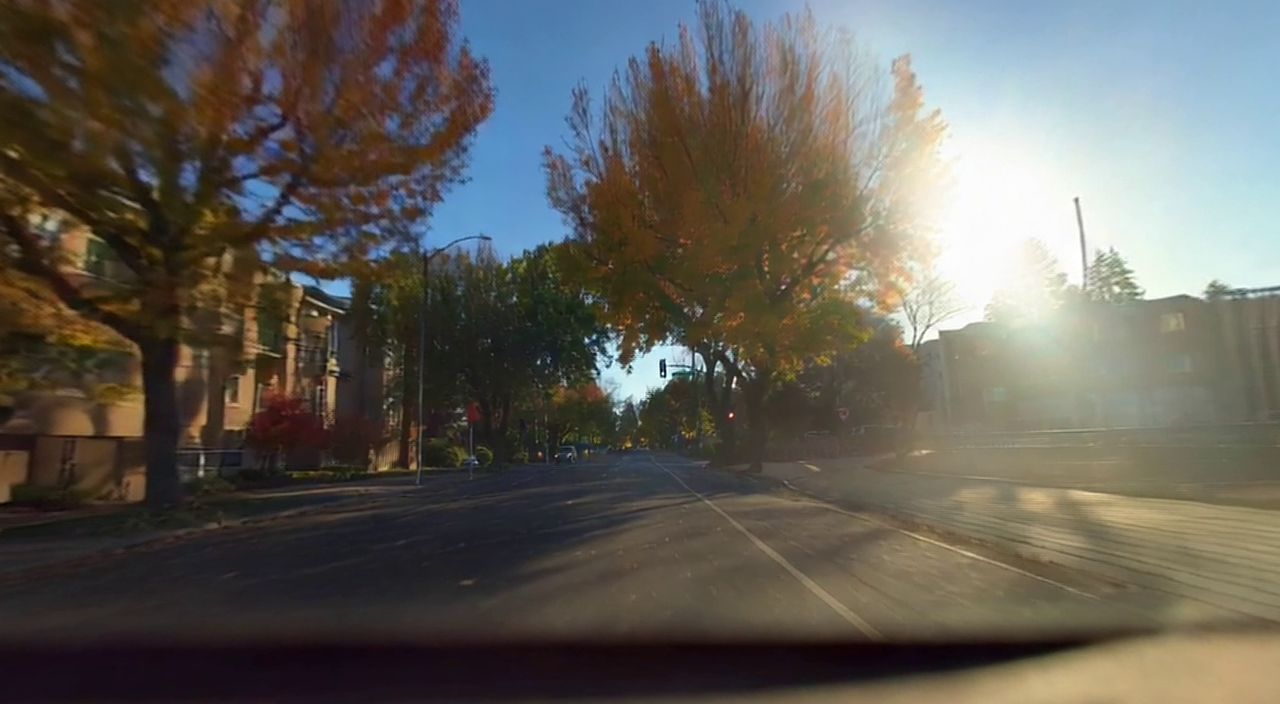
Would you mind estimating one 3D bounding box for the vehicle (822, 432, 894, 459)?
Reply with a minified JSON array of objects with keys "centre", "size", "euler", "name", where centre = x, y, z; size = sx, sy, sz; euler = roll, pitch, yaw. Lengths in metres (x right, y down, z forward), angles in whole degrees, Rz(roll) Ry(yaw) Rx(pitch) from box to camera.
[{"centre":[14.495,6.263,42.114],"size":[4.365,1.702,1.897],"euler":[-3,-9,18],"name":"vehicle"}]
